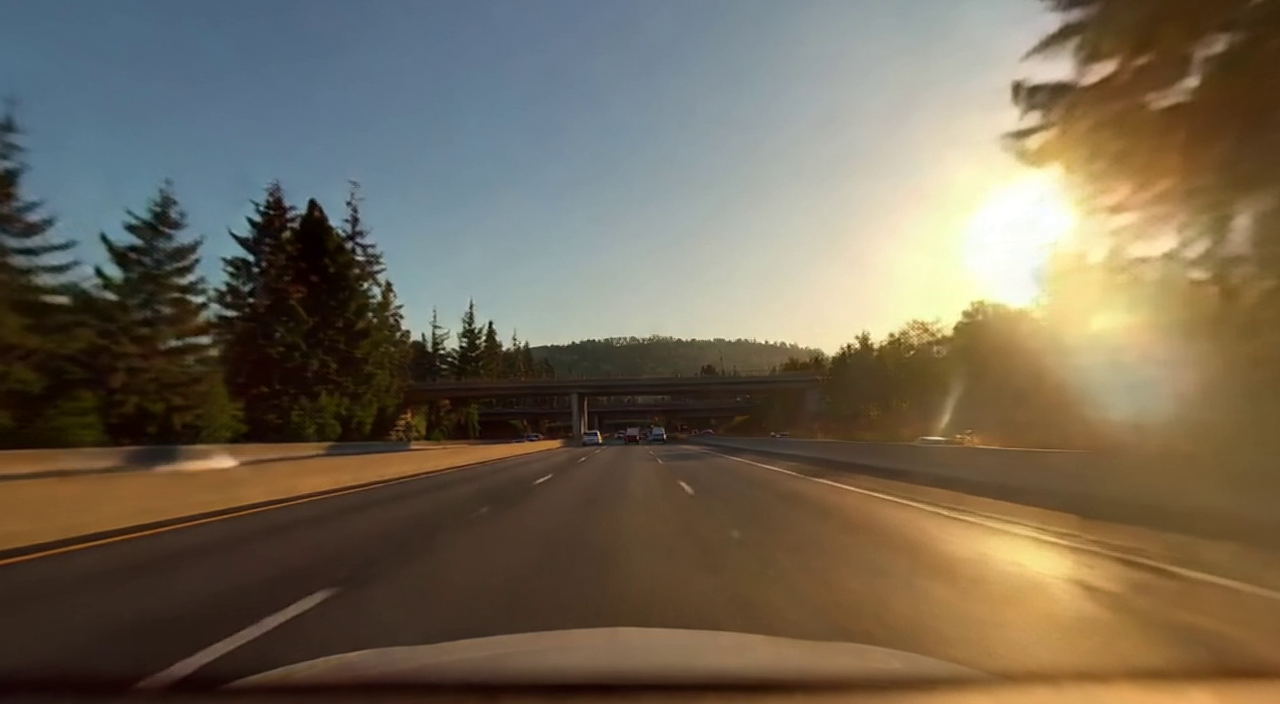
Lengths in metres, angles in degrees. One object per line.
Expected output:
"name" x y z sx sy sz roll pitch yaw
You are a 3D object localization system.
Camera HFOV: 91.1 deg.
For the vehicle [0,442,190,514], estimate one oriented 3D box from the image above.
"vehicle" -12.870 2.816 14.667 1.758 1.404 4.108 0 -8 -1
